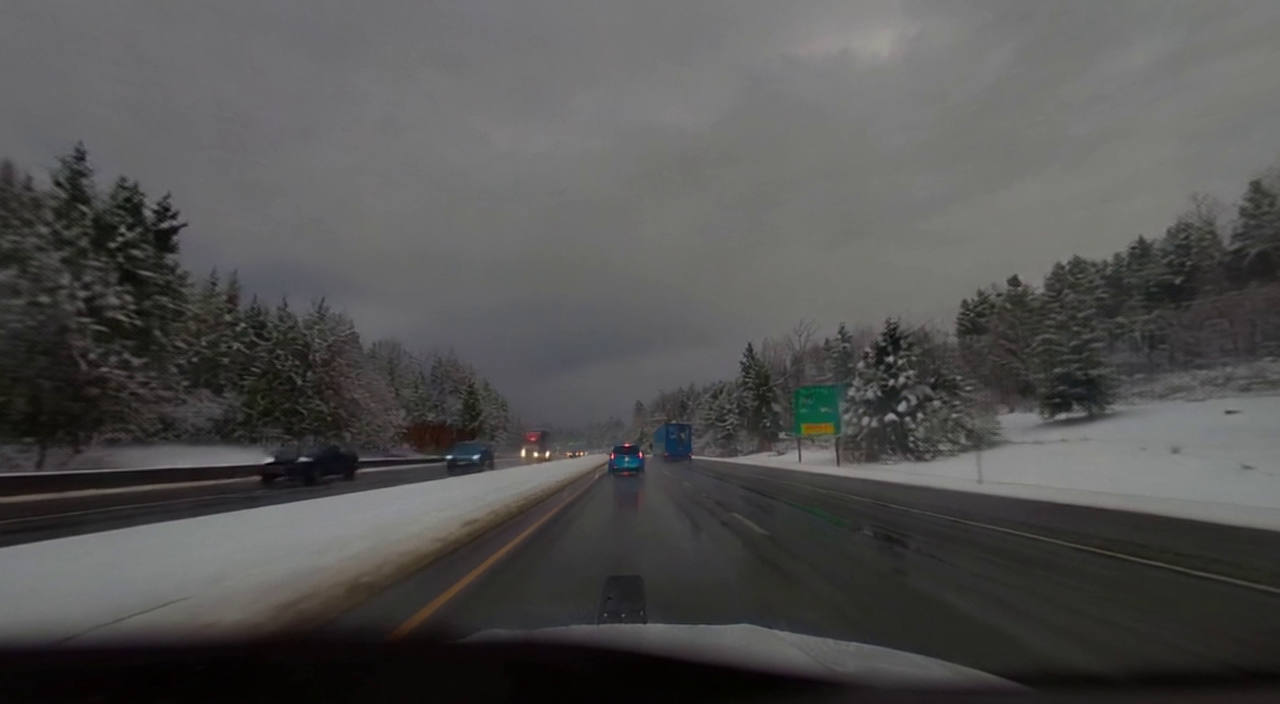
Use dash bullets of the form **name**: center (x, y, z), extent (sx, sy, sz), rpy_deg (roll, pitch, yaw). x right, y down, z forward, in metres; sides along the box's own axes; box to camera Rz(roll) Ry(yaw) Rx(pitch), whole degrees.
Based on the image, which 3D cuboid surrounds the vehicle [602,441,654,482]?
- **vehicle**: center (-0.545, 5.008, 29.050), extent (2.190, 1.706, 4.062), rpy_deg (0, -9, -1)

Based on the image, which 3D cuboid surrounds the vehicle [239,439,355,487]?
- **vehicle**: center (-12.456, 4.041, 23.260), extent (1.893, 1.583, 4.236), rpy_deg (0, -9, 0)

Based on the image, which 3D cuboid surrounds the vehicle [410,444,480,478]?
- **vehicle**: center (-9.209, 5.182, 30.220), extent (1.985, 1.493, 4.492), rpy_deg (0, -9, -1)
